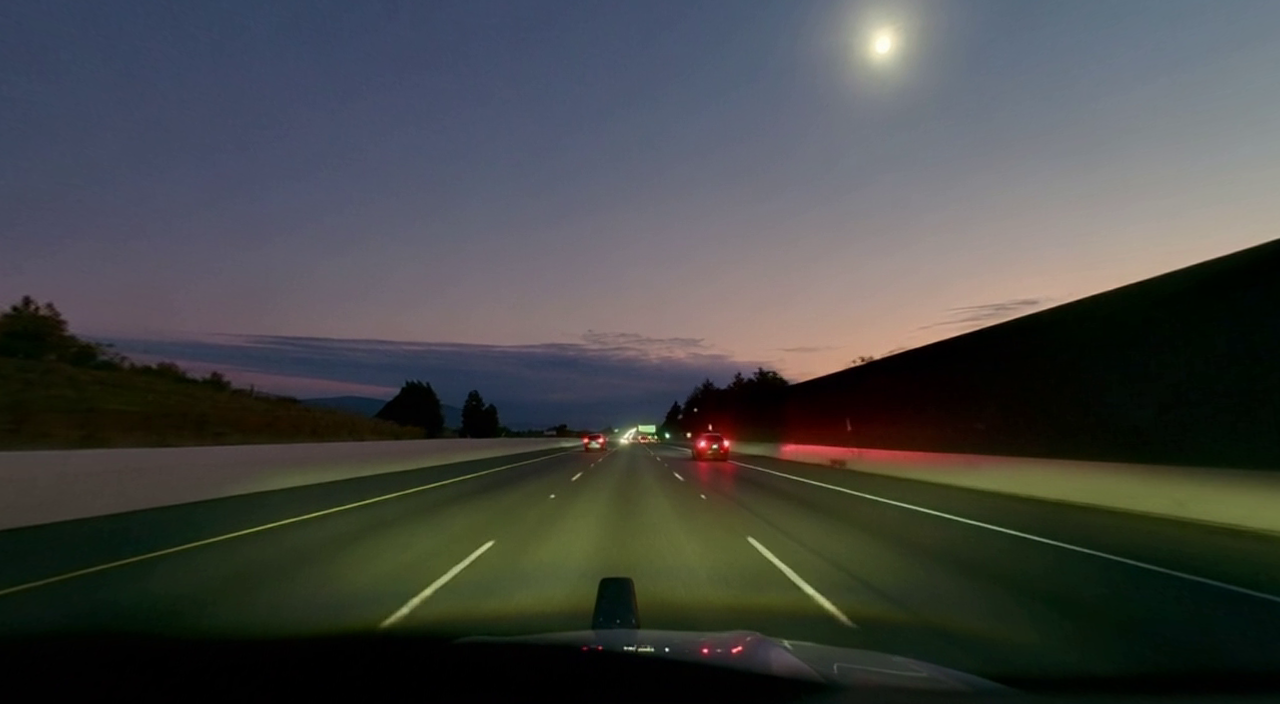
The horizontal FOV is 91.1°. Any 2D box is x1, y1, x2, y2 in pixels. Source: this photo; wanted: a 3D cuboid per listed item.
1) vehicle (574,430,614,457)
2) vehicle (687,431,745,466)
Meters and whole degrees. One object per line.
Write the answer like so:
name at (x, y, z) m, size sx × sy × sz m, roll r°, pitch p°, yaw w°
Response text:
vehicle at (-2.924, 5.923, 40.848) m, size 2.219 × 1.660 × 4.153 m, roll 0°, pitch -8°, yaw 1°
vehicle at (3.543, 4.561, 30.071) m, size 2.077 × 1.523 × 4.539 m, roll 0°, pitch -8°, yaw -2°
